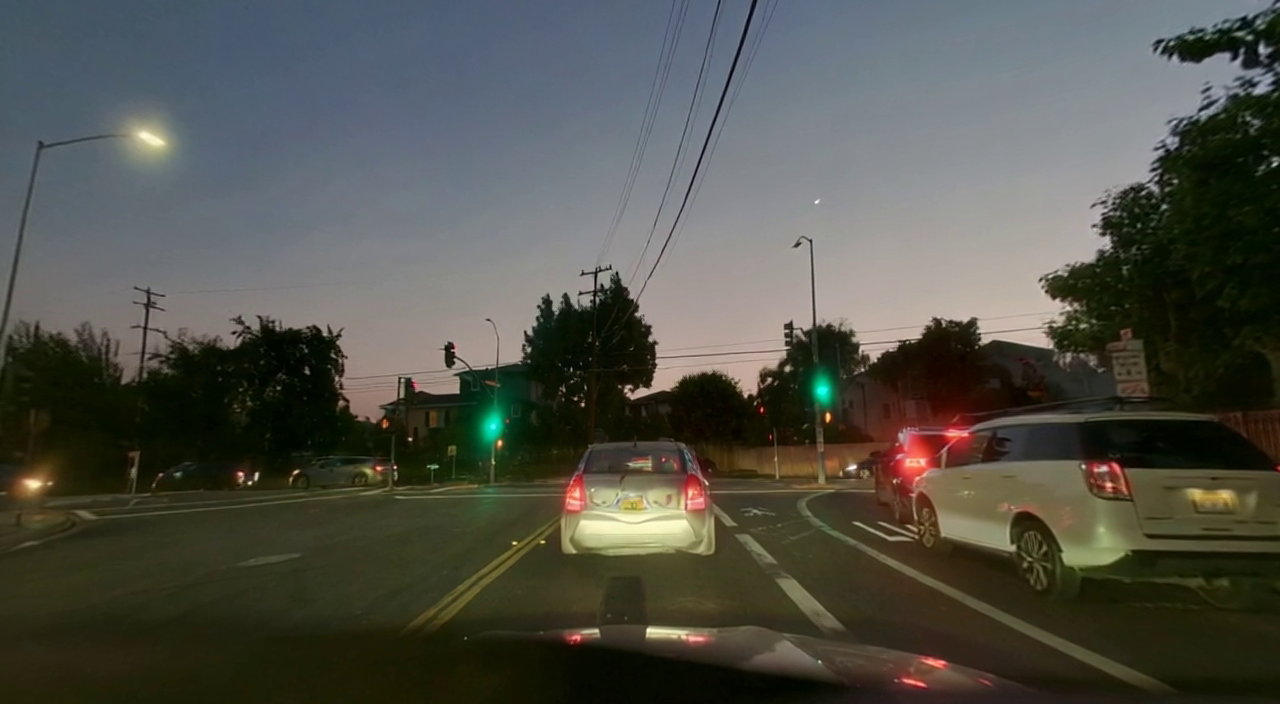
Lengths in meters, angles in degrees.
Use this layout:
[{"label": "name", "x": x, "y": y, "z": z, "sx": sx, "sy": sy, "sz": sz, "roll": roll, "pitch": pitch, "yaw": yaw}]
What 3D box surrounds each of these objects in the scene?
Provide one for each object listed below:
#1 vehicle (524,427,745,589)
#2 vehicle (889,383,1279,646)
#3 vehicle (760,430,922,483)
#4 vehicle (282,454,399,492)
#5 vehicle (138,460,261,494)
[{"label": "vehicle", "x": 0.009, "y": 1.811, "z": 8.275, "sx": 2.078, "sy": 1.506, "sz": 4.512, "roll": 0, "pitch": -8, "yaw": 2}, {"label": "vehicle", "x": 4.617, "y": 1.496, "z": 6.936, "sx": 2.095, "sy": 1.836, "sz": 4.895, "roll": -1, "pitch": -8, "yaw": 5}, {"label": "vehicle", "x": 7.915, "y": 4.202, "z": 25.492, "sx": 5.857, "sy": 2.016, "sz": 2.273, "roll": -1, "pitch": -8, "yaw": 7}, {"label": "vehicle", "x": -13.789, "y": 5.536, "z": 29.168, "sx": 4.485, "sy": 1.625, "sz": 1.980, "roll": -2, "pitch": -9, "yaw": 10}, {"label": "vehicle", "x": -21.023, "y": 5.951, "z": 30.172, "sx": 4.736, "sy": 1.475, "sz": 1.921, "roll": -2, "pitch": -9, "yaw": 9}]
